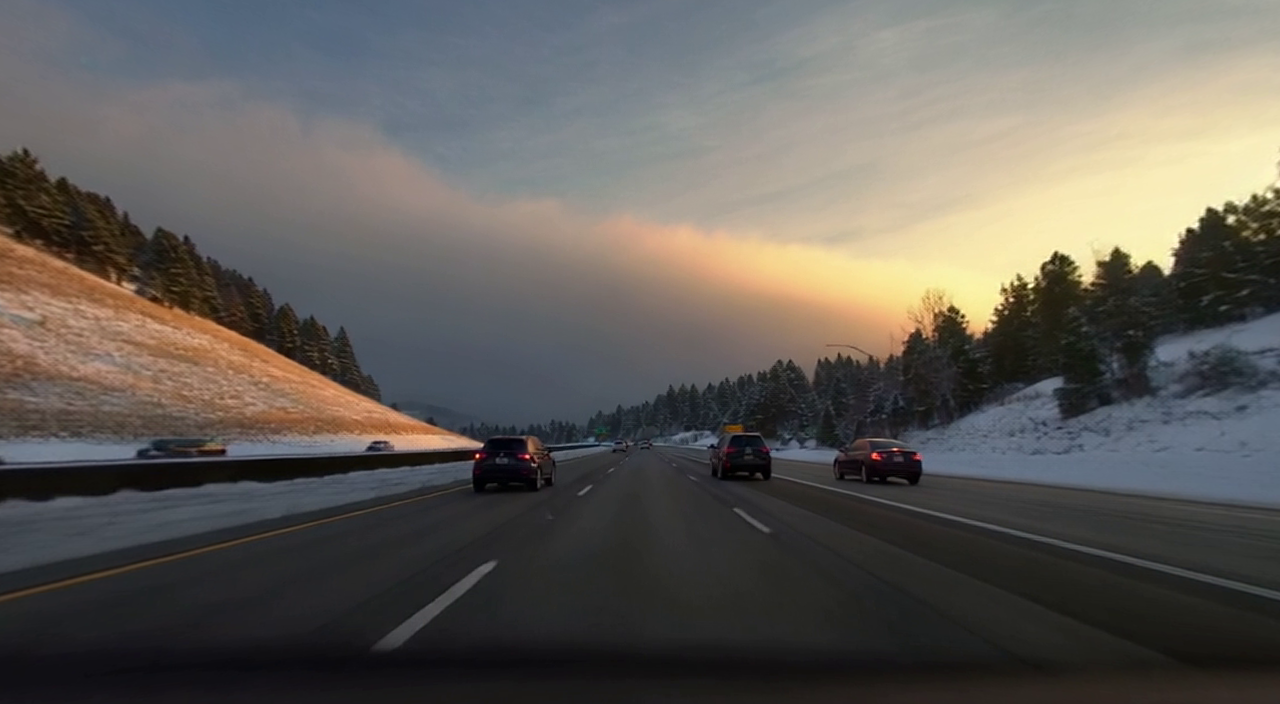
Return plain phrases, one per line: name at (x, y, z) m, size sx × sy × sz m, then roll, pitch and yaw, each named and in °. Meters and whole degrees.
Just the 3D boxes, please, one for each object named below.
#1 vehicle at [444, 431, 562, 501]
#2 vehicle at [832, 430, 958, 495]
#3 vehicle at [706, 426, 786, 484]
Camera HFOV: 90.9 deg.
vehicle at (-3.585, 3.073, 17.483) m, size 2.166 × 1.672 × 4.388 m, roll 0°, pitch -8°, yaw 2°
vehicle at (7.506, 3.272, 19.101) m, size 1.998 × 1.717 × 4.338 m, roll 0°, pitch -8°, yaw 0°
vehicle at (3.800, 3.811, 23.612) m, size 2.121 × 1.925 × 5.056 m, roll 0°, pitch -8°, yaw 0°
